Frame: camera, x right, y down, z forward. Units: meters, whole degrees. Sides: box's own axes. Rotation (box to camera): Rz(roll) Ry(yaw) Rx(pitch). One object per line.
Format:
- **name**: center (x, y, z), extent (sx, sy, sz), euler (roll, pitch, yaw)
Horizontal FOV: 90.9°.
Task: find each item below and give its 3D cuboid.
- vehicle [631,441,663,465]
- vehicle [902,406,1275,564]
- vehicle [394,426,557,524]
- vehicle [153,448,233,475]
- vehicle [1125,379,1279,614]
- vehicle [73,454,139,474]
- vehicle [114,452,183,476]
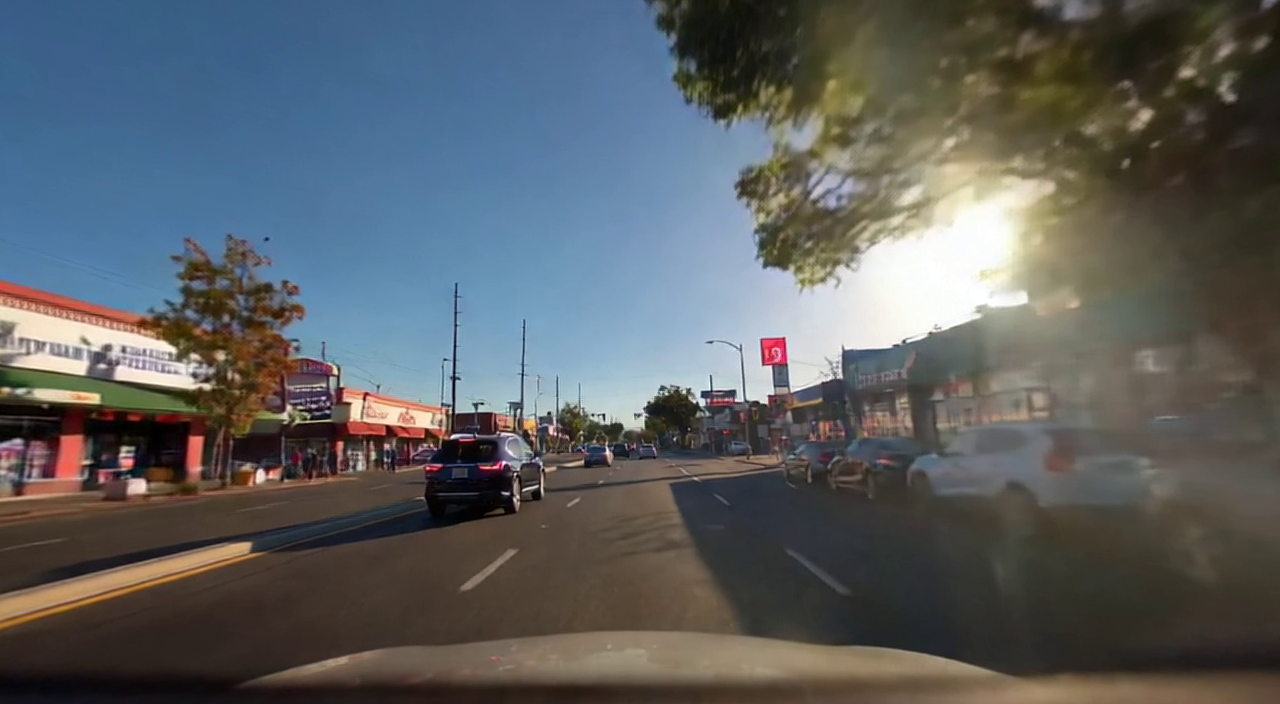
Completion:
- **vehicle**: center (0.448, 6.688, 41.949), extent (2.037, 1.484, 4.073), euler (0, -9, 0)
- **vehicle**: center (6.370, 1.968, 10.089), extent (2.116, 1.836, 5.235), euler (0, -9, 0)
- **vehicle**: center (-3.086, 2.436, 12.953), extent (2.049, 1.646, 4.445), euler (0, -9, 1)
- **vehicle**: center (-31.053, 7.610, 43.773), extent (4.589, 1.779, 2.154), euler (-3, -9, 20)
- **vehicle**: center (6.302, 1.056, 4.348), extent (2.128, 1.900, 4.724), euler (0, -9, 1)
- **vehicle**: center (-39.988, 8.366, 47.206), extent (4.129, 1.442, 1.732), euler (-3, -9, 18)
- **vehicle**: center (-35.509, 8.052, 45.478), extent (4.731, 1.511, 1.768), euler (-5, -7, 22)
